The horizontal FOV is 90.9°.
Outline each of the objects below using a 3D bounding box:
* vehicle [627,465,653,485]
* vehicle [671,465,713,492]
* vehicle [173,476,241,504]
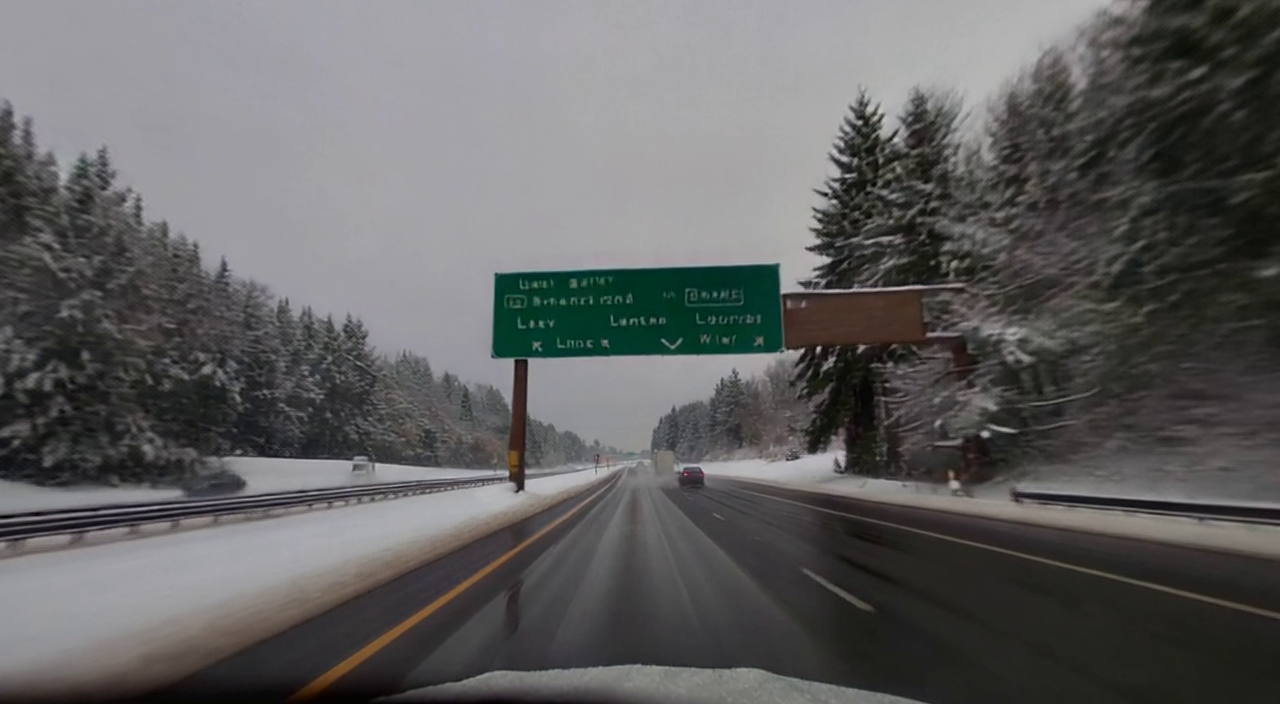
[{"bbox_3d":[-0.036,9.535,48.881,1.980,1.483,3.865,1,-10,-1],"label":"vehicle"},{"bbox_3d":[2.987,7.401,37.091,1.976,1.467,3.783,1,-10,-3],"label":"vehicle"},{"bbox_3d":[-24.548,7.811,35.878,1.738,1.460,3.734,2,-11,-11],"label":"vehicle"}]
